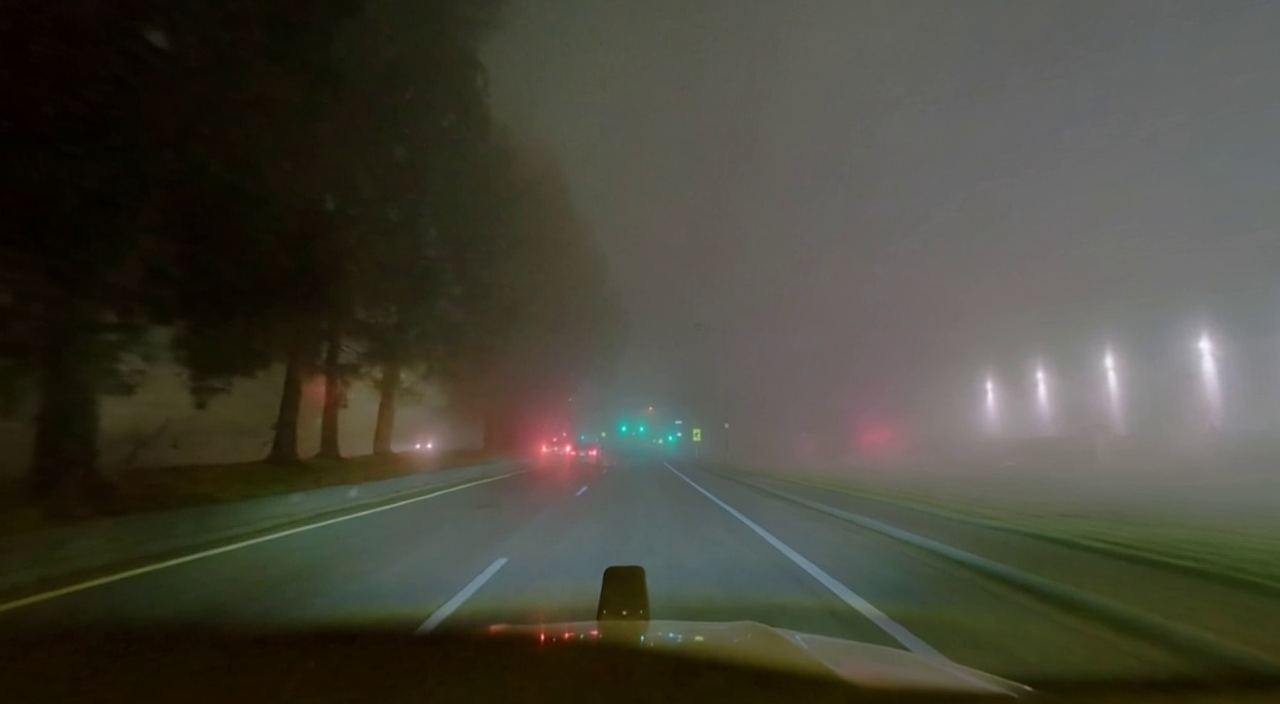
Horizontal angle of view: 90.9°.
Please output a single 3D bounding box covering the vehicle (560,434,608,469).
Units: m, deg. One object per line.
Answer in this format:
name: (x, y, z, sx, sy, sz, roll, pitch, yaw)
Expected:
vehicle: (-2.833, 5.146, 32.820, 2.016, 1.694, 4.335, 0, -8, 1)
